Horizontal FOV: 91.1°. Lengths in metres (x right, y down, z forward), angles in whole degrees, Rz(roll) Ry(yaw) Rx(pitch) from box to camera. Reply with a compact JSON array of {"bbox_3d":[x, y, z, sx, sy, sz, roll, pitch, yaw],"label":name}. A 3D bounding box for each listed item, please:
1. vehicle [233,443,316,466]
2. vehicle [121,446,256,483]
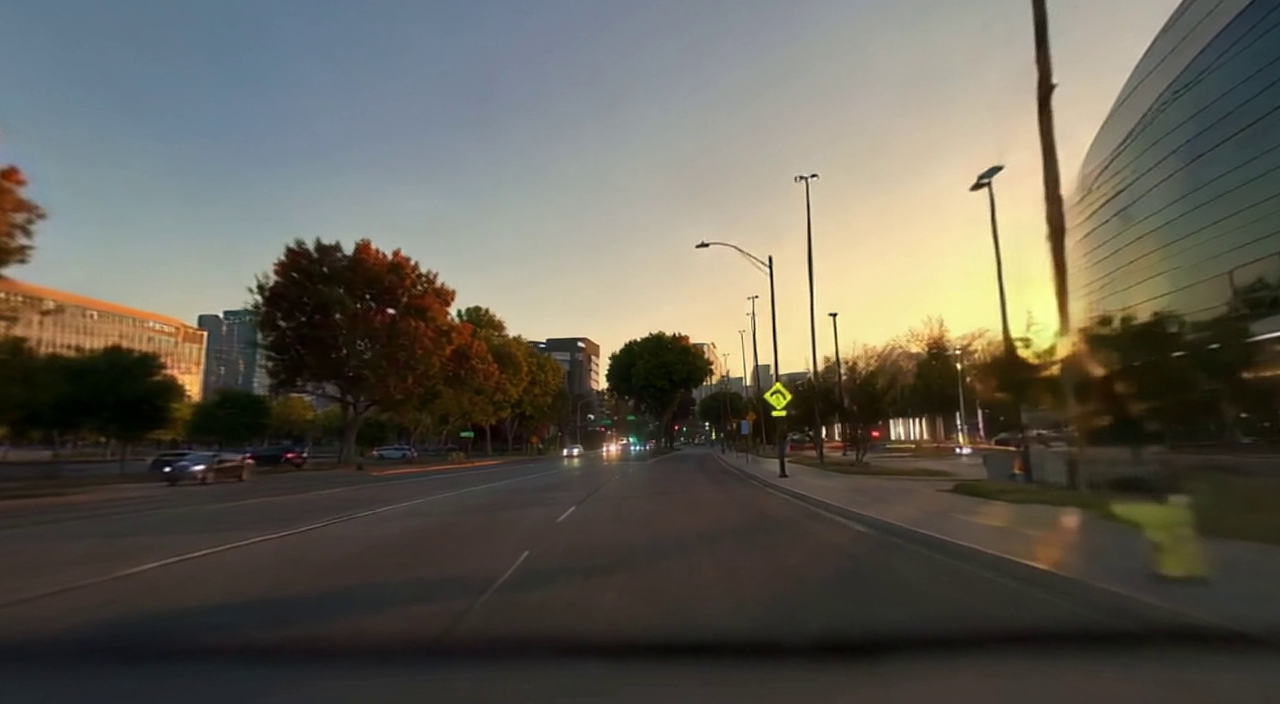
[{"bbox_3d":[-26.327,7.379,45.255,4.816,1.655,1.928,-1,-9,4],"label":"vehicle"},{"bbox_3d":[-20.579,5.108,28.713,4.783,1.579,2.157,-1,-9,9],"label":"vehicle"}]
